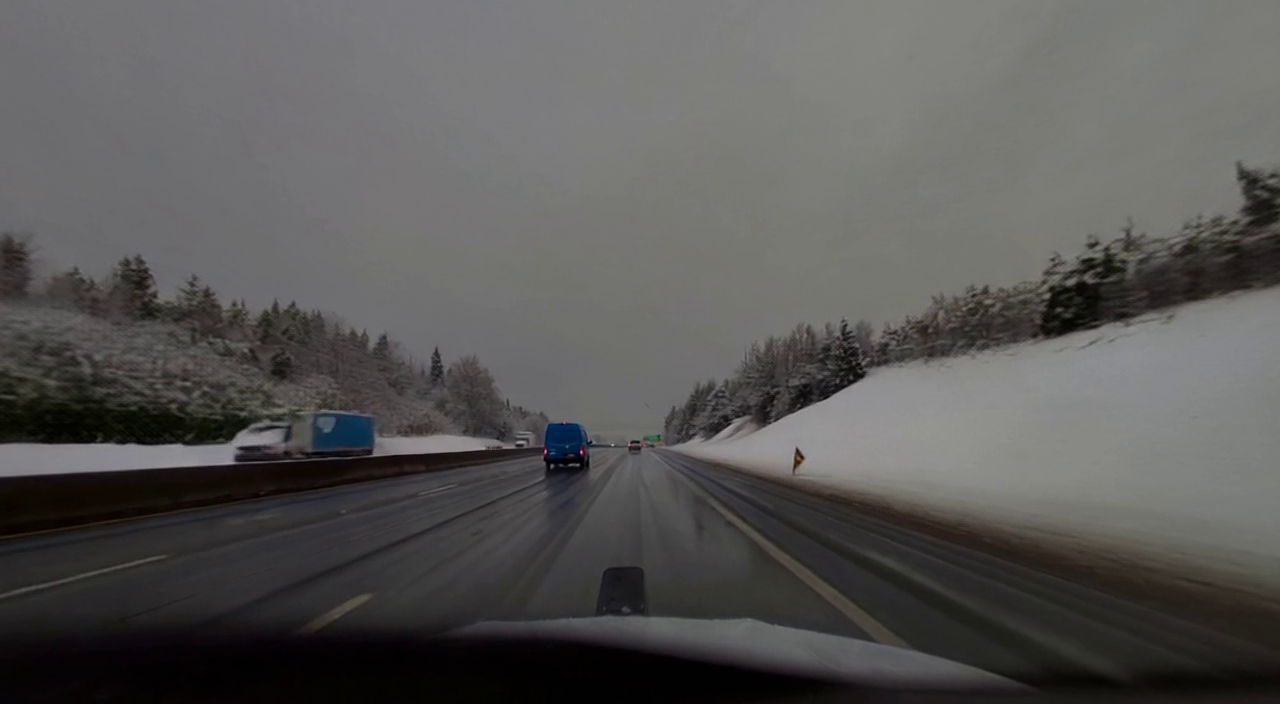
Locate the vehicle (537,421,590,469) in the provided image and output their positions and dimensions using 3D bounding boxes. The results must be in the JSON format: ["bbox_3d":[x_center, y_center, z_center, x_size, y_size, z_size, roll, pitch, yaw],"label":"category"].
[{"bbox_3d":[-4.180,5.222,35.413,2.329,2.483,5.428,0,-8,0],"label":"vehicle"}]

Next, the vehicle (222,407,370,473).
[{"bbox_3d":[-24.072,6.393,45.547,2.914,4.020,14.107,0,-8,0],"label":"vehicle"}]
